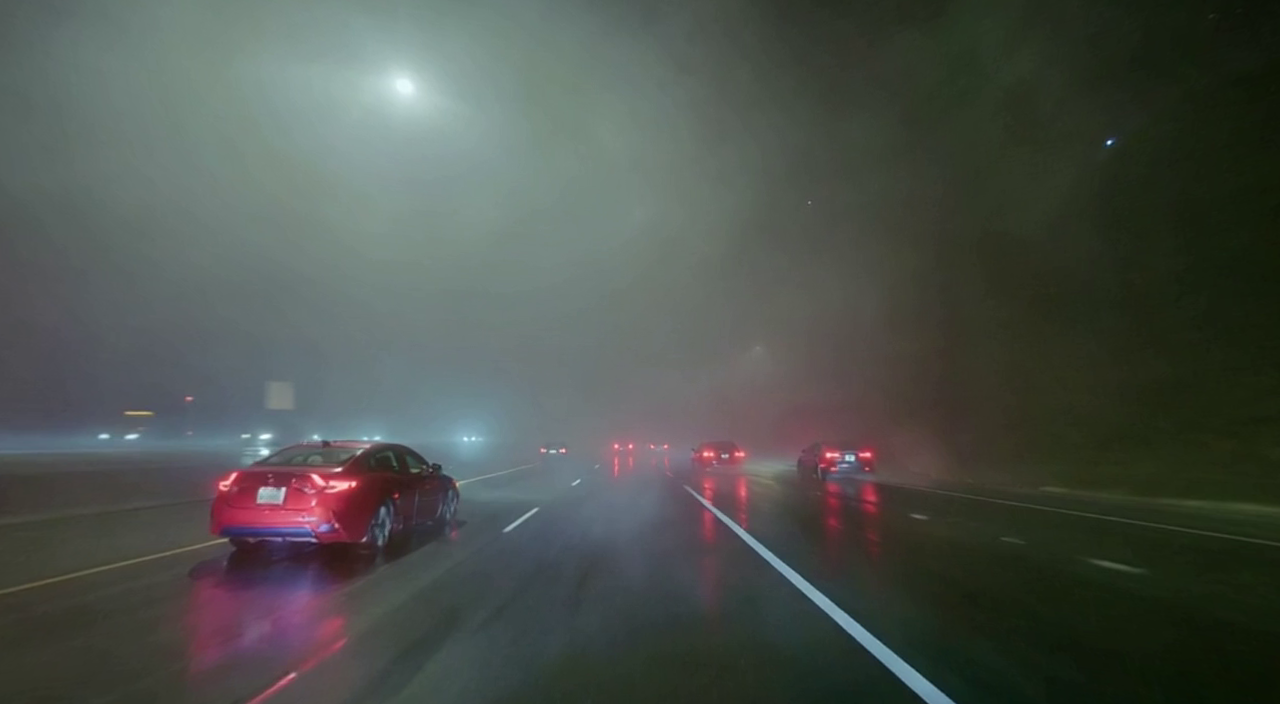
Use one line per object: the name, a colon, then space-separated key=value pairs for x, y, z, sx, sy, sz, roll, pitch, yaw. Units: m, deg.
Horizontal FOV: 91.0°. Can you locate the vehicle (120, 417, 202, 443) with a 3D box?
vehicle: x=-31.587 y=5.203 z=41.711 sx=1.787 sy=1.529 sz=4.656 roll=1 pitch=-9 yaw=0

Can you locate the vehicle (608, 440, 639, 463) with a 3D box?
vehicle: x=-1.177 y=7.248 z=45.899 sx=2.147 sy=1.572 sz=4.094 roll=0 pitch=-9 yaw=0

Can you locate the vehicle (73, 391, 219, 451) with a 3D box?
vehicle: x=-36.256 y=5.282 z=46.947 sx=3.054 sy=3.912 sz=9.656 roll=1 pitch=-8 yaw=-1

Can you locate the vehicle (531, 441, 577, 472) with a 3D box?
vehicle: x=-4.325 y=5.356 z=32.358 sx=1.796 sy=1.464 sz=3.839 roll=0 pitch=-9 yaw=0

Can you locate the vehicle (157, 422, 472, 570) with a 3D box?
vehicle: x=-3.949 y=1.815 z=8.699 sx=1.993 sy=1.500 sz=4.248 roll=0 pitch=-9 yaw=1

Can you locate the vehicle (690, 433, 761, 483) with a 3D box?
vehicle: x=3.344 y=4.282 z=25.627 sx=2.222 sy=1.820 sz=4.733 roll=0 pitch=-9 yaw=0
